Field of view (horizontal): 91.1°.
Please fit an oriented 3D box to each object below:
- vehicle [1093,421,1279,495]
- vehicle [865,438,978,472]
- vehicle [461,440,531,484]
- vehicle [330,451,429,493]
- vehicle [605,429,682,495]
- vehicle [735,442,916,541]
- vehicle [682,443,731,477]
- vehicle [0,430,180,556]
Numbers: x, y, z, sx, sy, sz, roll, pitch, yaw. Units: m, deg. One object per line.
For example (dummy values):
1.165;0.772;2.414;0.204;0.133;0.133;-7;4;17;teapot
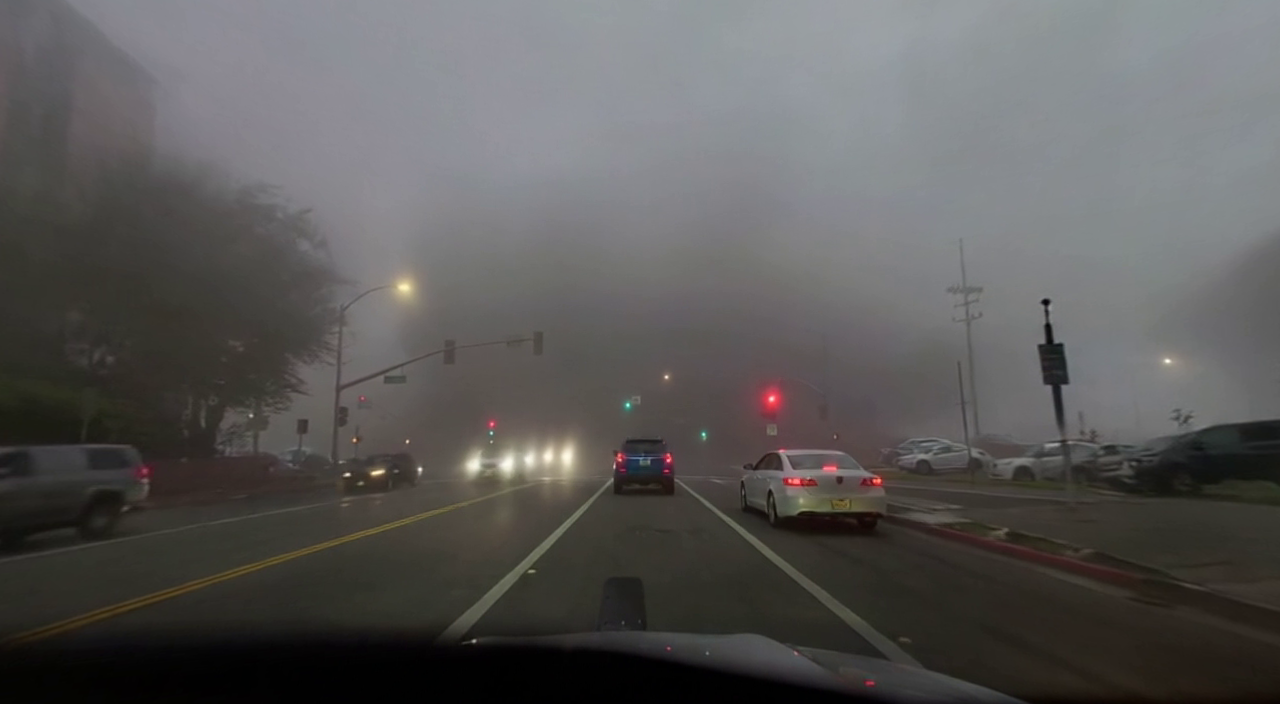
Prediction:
13.685;2.447;14.672;4.648;1.583;2.018;0;-9;-3;vehicle
13.675;5.024;30.745;4.507;1.610;2.045;0;-9;0;vehicle
-6.416;4.944;28.526;2.092;1.802;4.270;0;-8;1;vehicle
-10.007;4.615;24.557;1.962;1.458;4.505;0;-8;0;vehicle
0.093;3.610;20.917;2.296;1.947;4.168;0;-8;0;vehicle
3.154;2.455;11.790;1.900;1.478;4.425;0;-8;-2;vehicle
3.584;5.908;34.592;2.138;1.729;4.178;0;-8;-1;vehicle
-10.172;2.159;9.930;2.161;1.764;4.725;0;-8;0;vehicle
